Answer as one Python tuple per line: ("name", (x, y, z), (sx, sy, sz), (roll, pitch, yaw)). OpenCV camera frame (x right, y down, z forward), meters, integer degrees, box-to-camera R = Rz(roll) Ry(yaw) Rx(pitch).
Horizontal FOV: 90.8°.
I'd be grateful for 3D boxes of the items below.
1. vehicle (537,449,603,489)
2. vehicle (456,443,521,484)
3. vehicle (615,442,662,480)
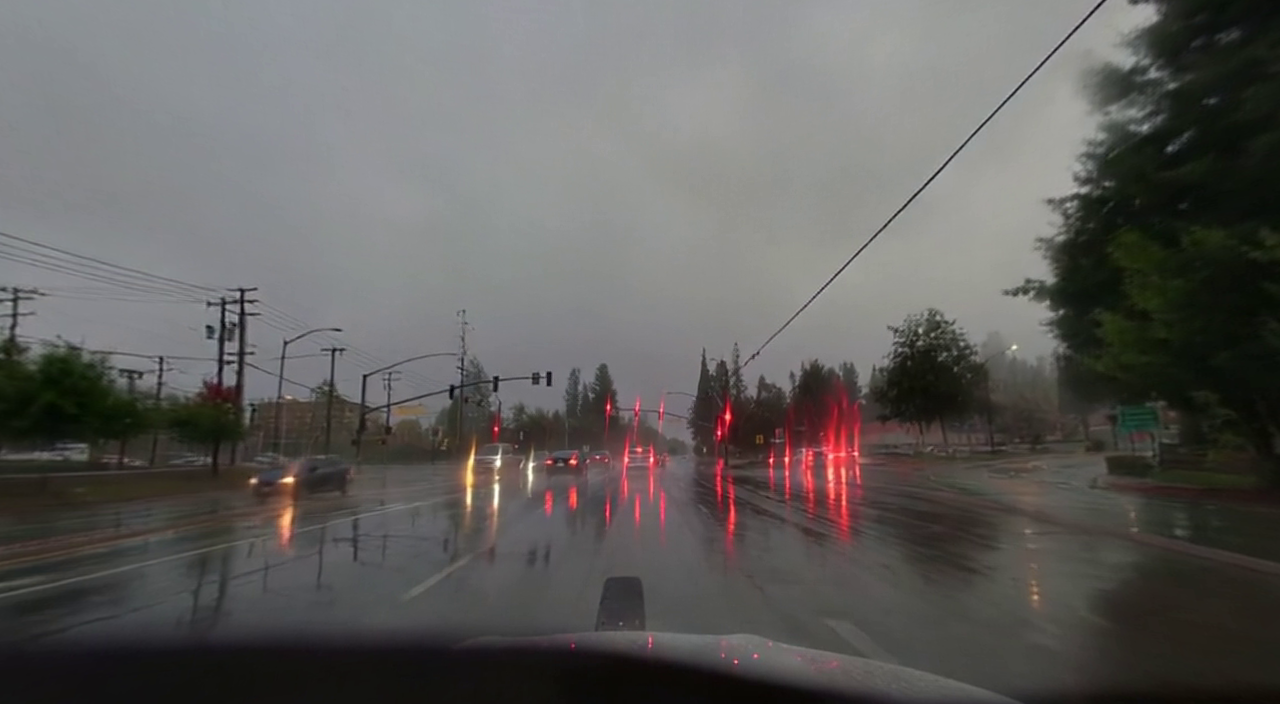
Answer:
("vehicle", (-2.804, 4.806, 26.306), (2.064, 1.464, 4.373), (0, -9, 2))
("vehicle", (-7.042, 5.196, 29.796), (1.860, 1.754, 4.089), (0, -9, 2))
("vehicle", (-0.006, 5.739, 33.428), (2.276, 1.850, 3.897), (0, -9, 3))
